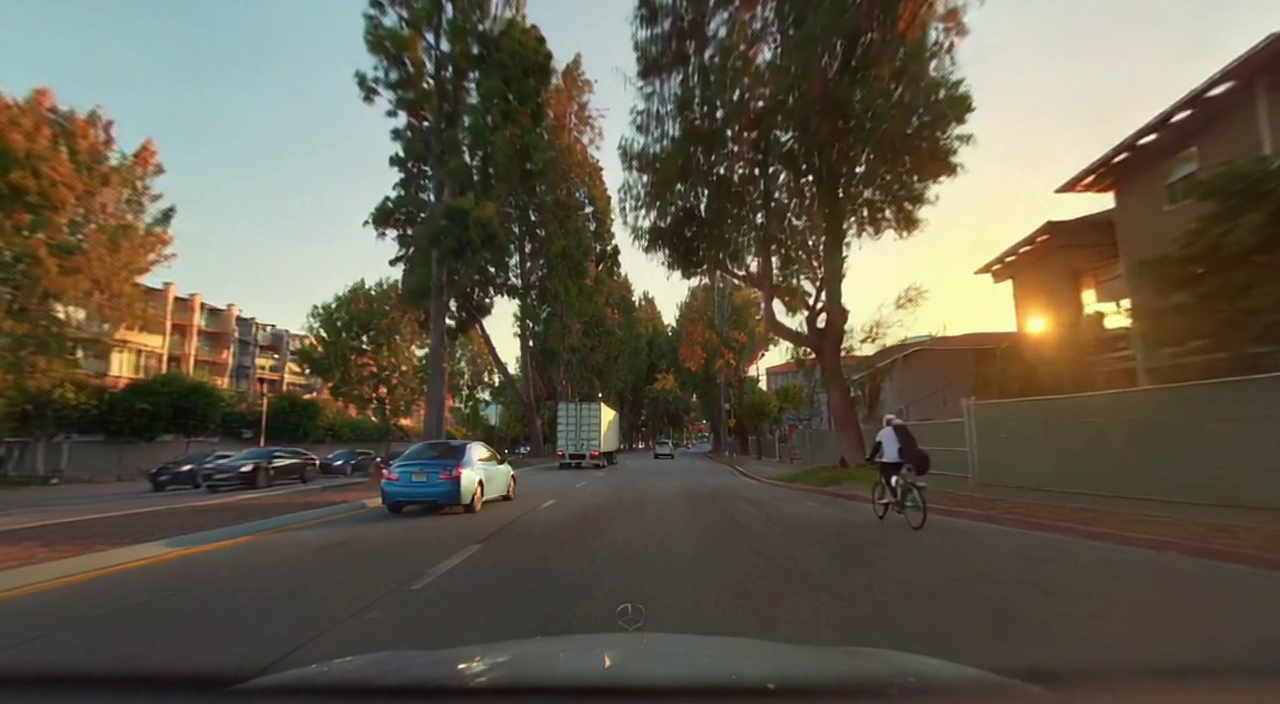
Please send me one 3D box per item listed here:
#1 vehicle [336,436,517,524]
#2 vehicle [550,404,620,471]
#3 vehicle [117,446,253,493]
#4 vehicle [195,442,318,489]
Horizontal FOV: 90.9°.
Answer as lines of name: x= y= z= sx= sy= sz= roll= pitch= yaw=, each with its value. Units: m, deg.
vehicle: x=-4.034 y=2.467 z=12.832 sx=2.005 sy=1.462 sz=4.345 roll=0 pitch=-8 yaw=2
vehicle: x=-2.851 y=4.794 z=35.227 sx=2.746 sy=3.276 sz=8.572 roll=0 pitch=-8 yaw=3
vehicle: x=-18.564 y=4.756 z=26.077 sx=2.004 sy=1.704 sz=4.876 roll=0 pitch=-8 yaw=0
vehicle: x=-15.039 y=4.420 z=25.057 sx=1.946 sy=1.688 sz=4.560 roll=0 pitch=-8 yaw=1
